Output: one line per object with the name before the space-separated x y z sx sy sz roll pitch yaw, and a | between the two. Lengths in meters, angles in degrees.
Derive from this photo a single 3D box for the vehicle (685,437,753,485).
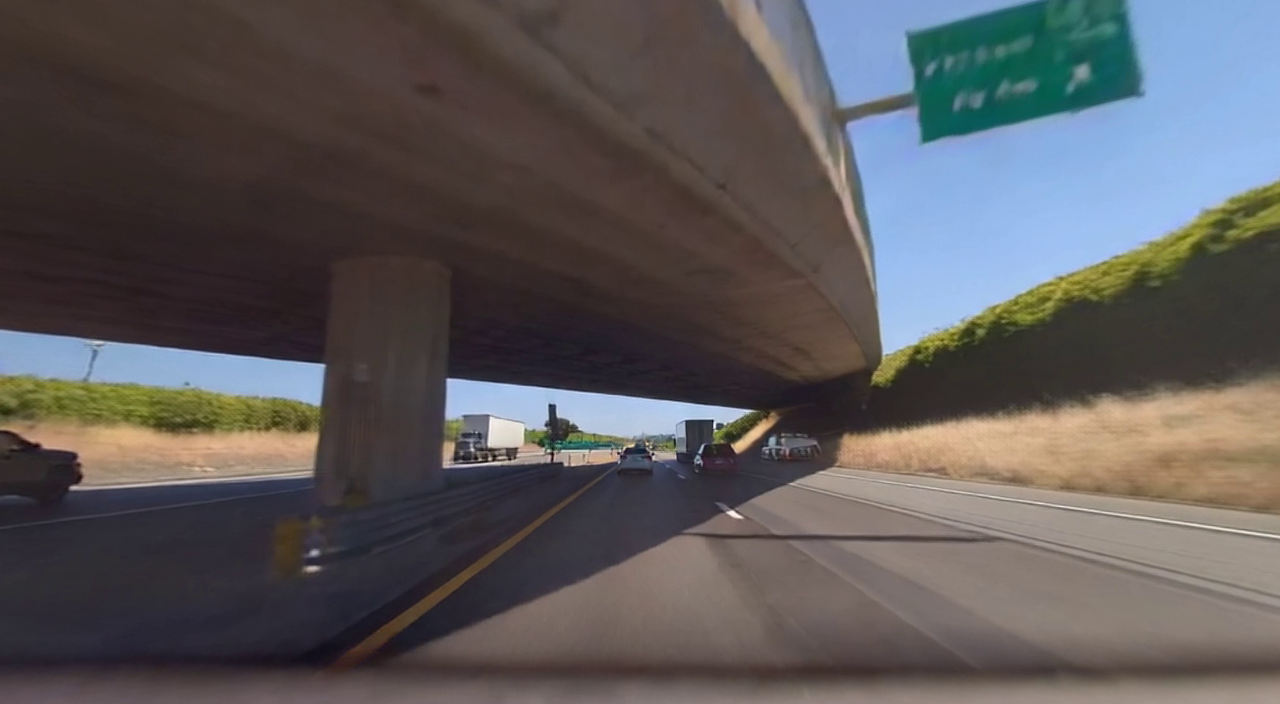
vehicle | 3.033 4.280 25.051 2.048 1.704 4.284 0 -9 -1

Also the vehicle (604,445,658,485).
vehicle | -0.340 4.419 24.932 1.970 1.441 3.846 0 -9 -1
